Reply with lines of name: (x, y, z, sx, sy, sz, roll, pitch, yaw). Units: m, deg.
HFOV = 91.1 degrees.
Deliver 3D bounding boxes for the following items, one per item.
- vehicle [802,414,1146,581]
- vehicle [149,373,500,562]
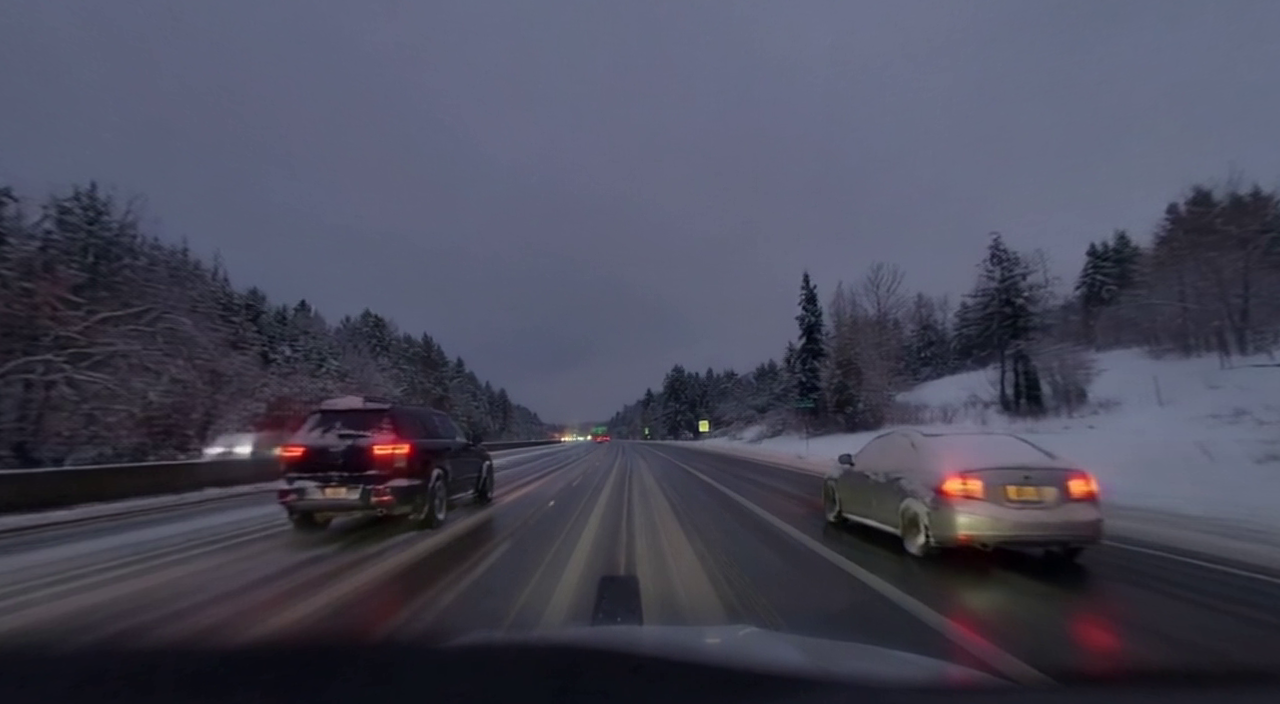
vehicle: (3.553, 1.593, 7.851, 1.817, 1.465, 4.415, 0, -8, -1)
vehicle: (-3.609, 1.463, 8.818, 2.106, 1.779, 5.610, 0, -8, -1)
